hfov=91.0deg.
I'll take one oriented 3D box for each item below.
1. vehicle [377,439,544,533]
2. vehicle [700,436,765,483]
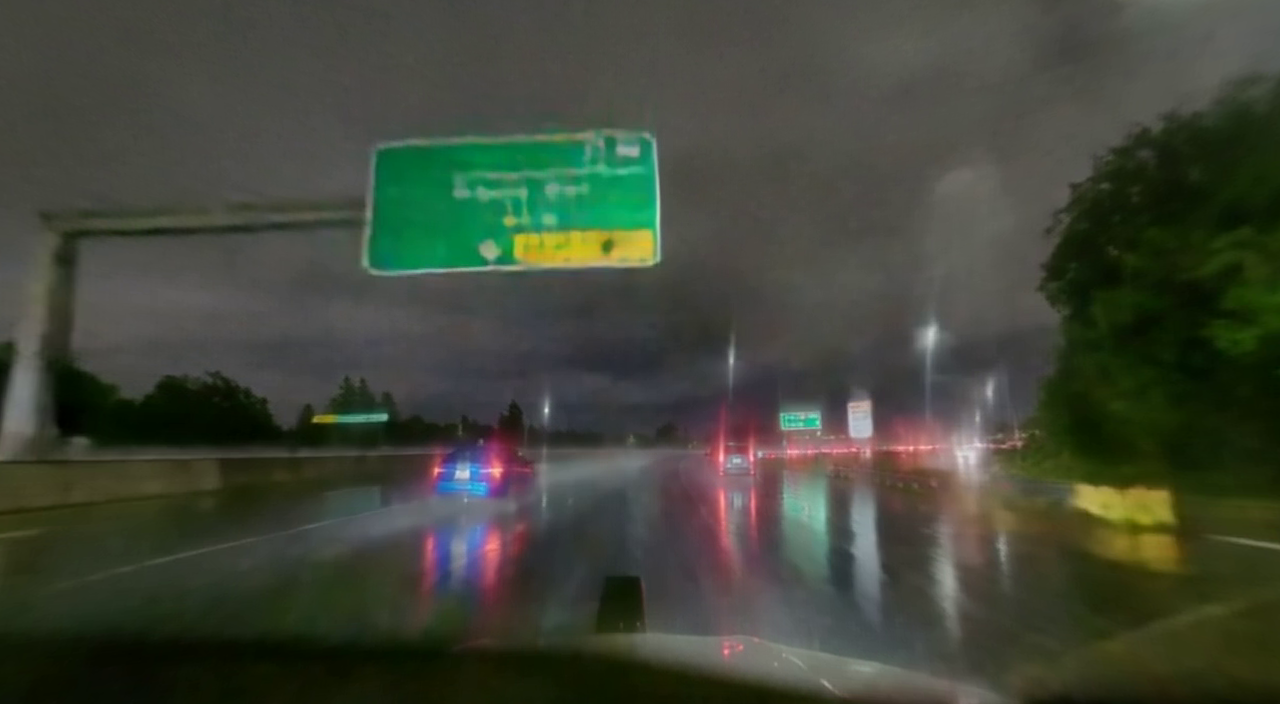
[{"bbox_3d":[-3.242,2.509,12.432,1.937,1.490,4.372,0,-9,1],"label":"vehicle"},{"bbox_3d":[3.944,4.678,27.602,2.225,1.833,4.340,0,-9,1],"label":"vehicle"}]
